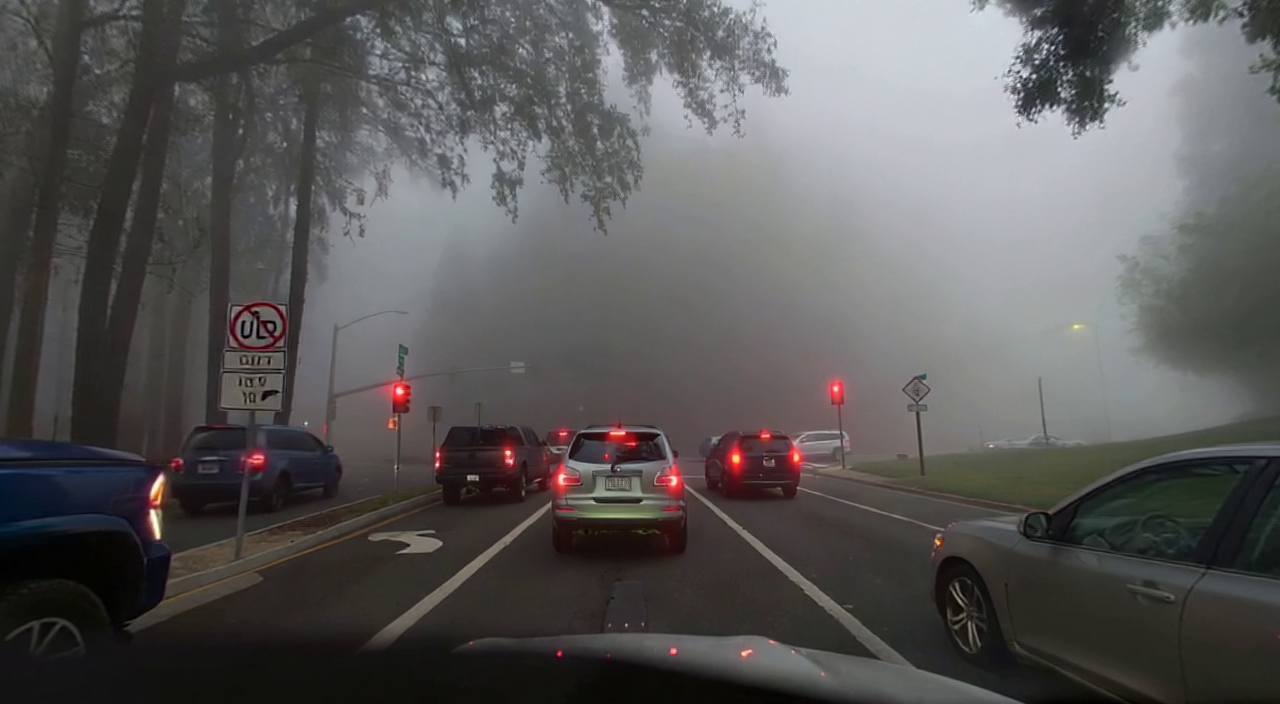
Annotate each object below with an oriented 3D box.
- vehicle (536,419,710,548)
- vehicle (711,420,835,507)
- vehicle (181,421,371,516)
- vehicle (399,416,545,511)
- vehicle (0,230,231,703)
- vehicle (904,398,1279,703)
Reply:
[{"bbox_3d":[-0.229,1.941,9.874,2.194,1.607,3.690,0,-8,0],"label":"vehicle"},{"bbox_3d":[3.121,2.738,15.904,2.102,1.841,4.587,0,-8,0],"label":"vehicle"},{"bbox_3d":[-8.109,2.618,14.727,2.256,1.799,4.831,1,-9,-10],"label":"vehicle"},{"bbox_3d":[-3.642,2.522,14.659,2.089,1.857,4.488,0,-8,1],"label":"vehicle"},{"bbox_3d":[-3.488,0.348,0.315,2.656,2.021,5.800,0,-8,0],"label":"vehicle"},{"bbox_3d":[3.014,0.963,2.512,1.874,1.477,4.698,0,-8,0],"label":"vehicle"}]
